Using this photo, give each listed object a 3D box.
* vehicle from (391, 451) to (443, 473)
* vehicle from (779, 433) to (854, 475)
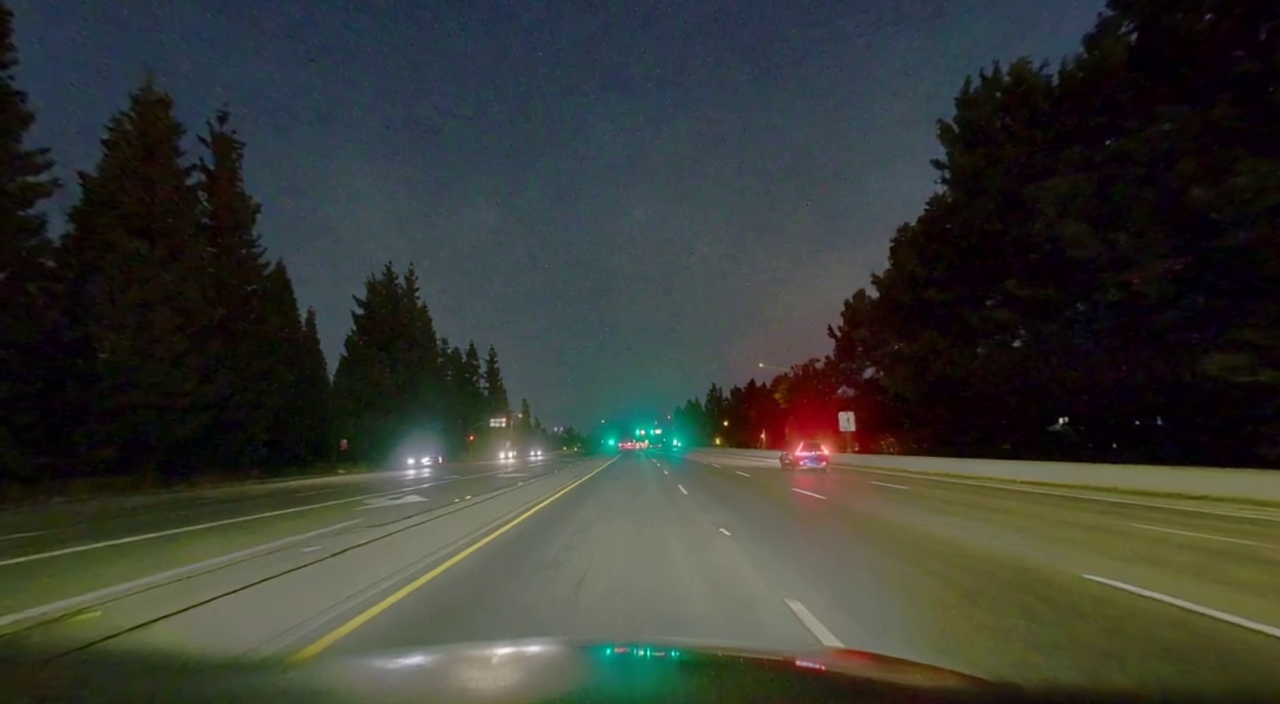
[{"bbox_3d":[-15.664,7.736,44.500,1.889,1.463,4.690,0,-9,1],"label":"vehicle"},{"bbox_3d":[8.268,4.817,29.988,2.170,1.830,4.720,0,-9,0],"label":"vehicle"}]
